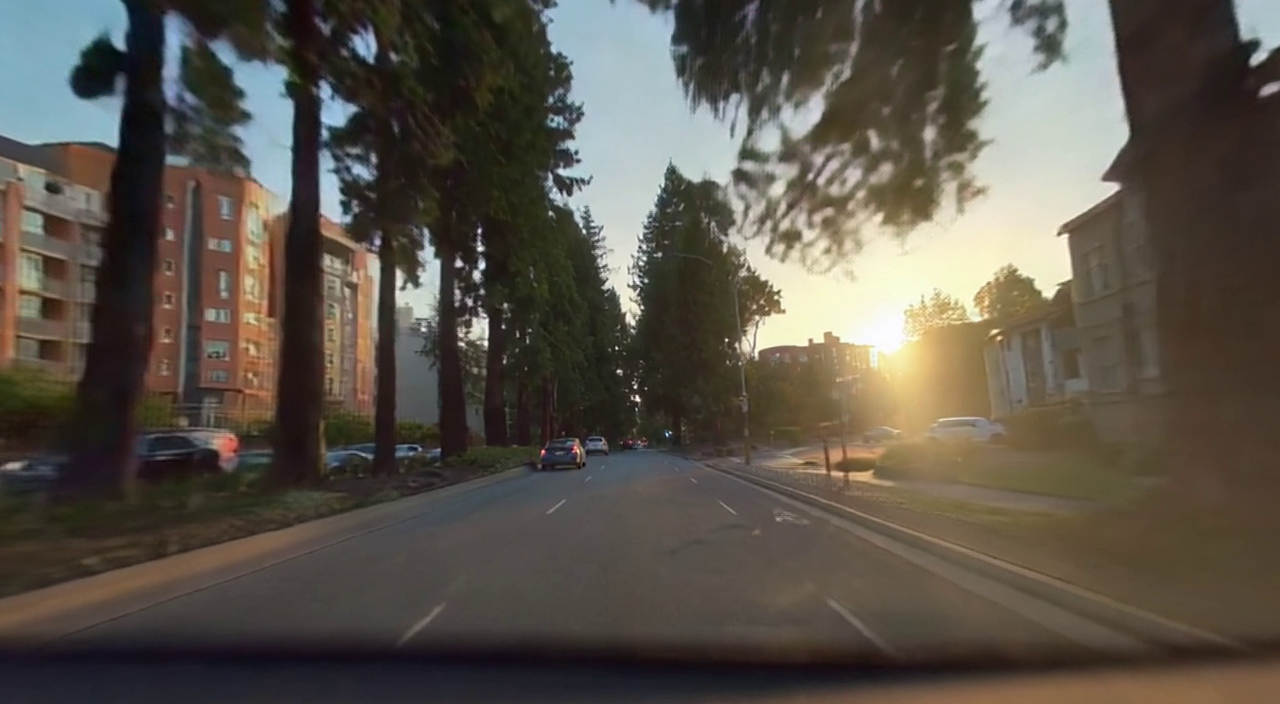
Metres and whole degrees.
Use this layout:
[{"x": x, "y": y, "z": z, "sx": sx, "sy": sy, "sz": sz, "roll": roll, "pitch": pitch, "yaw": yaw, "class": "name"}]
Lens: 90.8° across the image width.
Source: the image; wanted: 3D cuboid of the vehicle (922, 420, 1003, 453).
[{"x": 17.659, "y": 4.641, "z": 34.874, "sx": 1.995, "sy": 1.554, "sz": 4.943, "roll": -5, "pitch": -8, "yaw": 3, "class": "vehicle"}]

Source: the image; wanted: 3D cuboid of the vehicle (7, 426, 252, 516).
[{"x": -11.596, "y": 2.695, "z": 14.919, "sx": 2.040, "sy": 1.707, "sz": 4.522, "roll": -2, "pitch": -8, "yaw": 0, "class": "vehicle"}]

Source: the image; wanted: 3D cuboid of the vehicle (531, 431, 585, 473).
[{"x": -3.745, "y": 4.635, "z": 29.487, "sx": 1.959, "sy": 1.741, "sz": 4.141, "roll": -1, "pitch": -8, "yaw": 0, "class": "vehicle"}]
